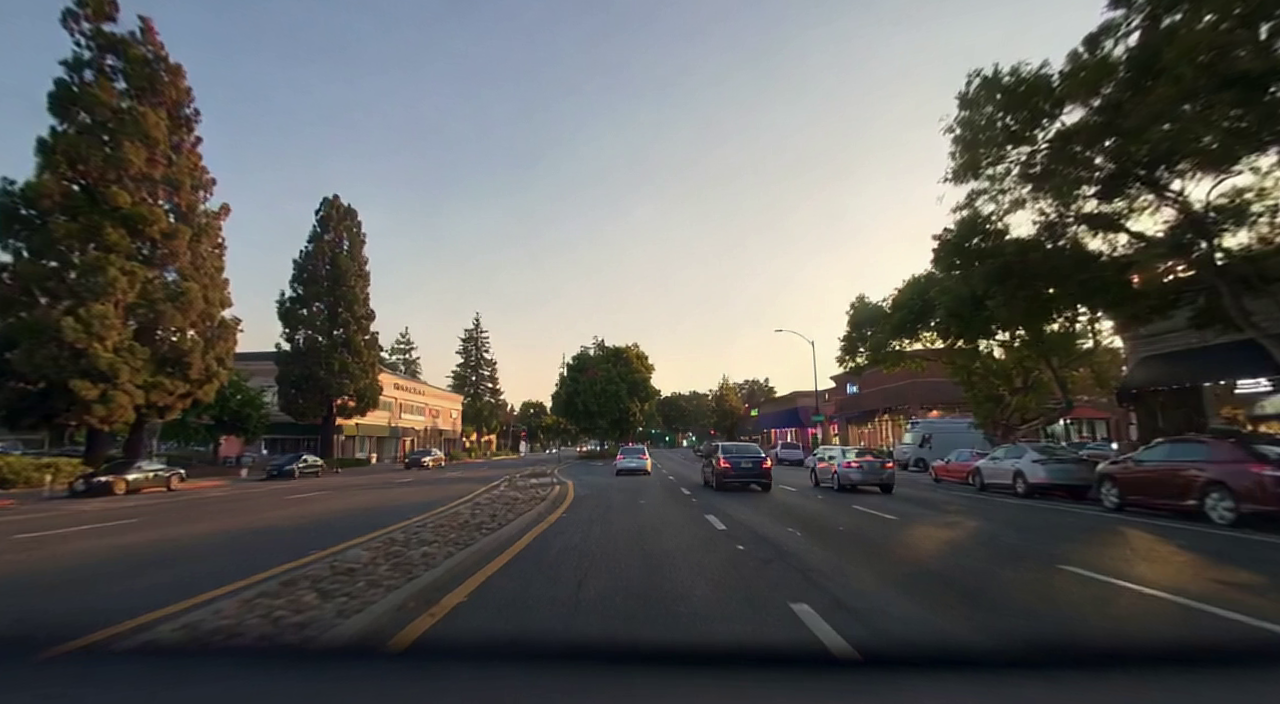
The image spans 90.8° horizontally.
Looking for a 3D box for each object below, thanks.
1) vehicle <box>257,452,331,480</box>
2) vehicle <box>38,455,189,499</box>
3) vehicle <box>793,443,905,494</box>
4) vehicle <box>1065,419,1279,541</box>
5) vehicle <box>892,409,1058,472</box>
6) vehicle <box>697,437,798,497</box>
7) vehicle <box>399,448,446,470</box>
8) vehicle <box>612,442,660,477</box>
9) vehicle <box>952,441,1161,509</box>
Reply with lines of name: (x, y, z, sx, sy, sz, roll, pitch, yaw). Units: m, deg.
vehicle: (-20.383, 6.713, 37.444, 1.925, 1.454, 4.529, 0, -8, -2)
vehicle: (-20.386, 4.815, 24.796, 1.914, 1.471, 4.640, 0, -8, 0)
vehicle: (6.494, 3.649, 20.247, 1.952, 1.449, 4.544, 0, -8, -1)
vehicle: (10.163, 2.141, 11.127, 2.068, 1.722, 4.556, 0, -8, -1)
vehicle: (17.523, 4.682, 33.427, 7.127, 3.093, 2.760, 0, -8, 0)
vehicle: (3.036, 3.356, 18.868, 2.072, 1.545, 4.578, 0, -8, -2)
vehicle: (-15.039, 7.384, 43.783, 1.878, 1.481, 3.663, 0, -8, 1)
vehicle: (-0.194, 4.967, 29.466, 2.052, 1.461, 4.324, 0, -8, 0)
vehicle: (10.407, 3.071, 16.365, 2.030, 1.479, 4.624, 1, -8, -4)
